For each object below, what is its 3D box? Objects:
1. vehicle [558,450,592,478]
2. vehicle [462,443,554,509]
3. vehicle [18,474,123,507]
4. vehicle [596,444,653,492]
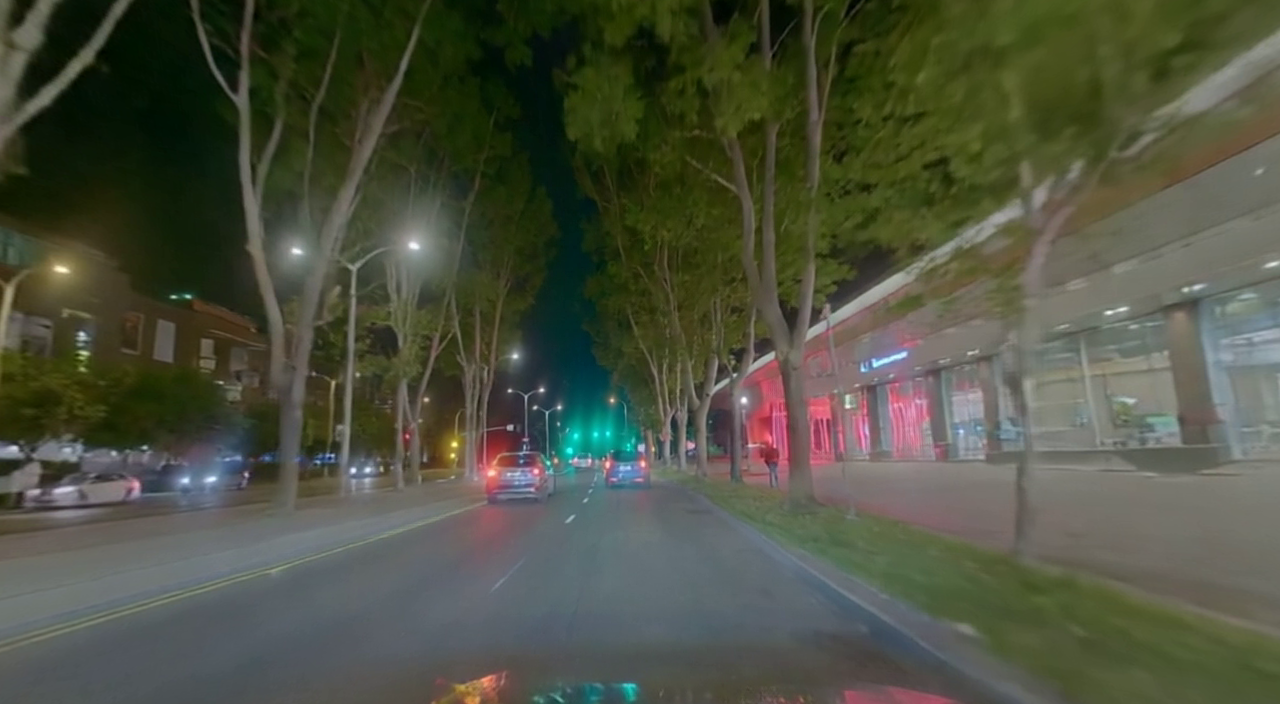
[{"bbox_3d":[-4.600,7.938,44.964,2.220,1.847,4.587,1,-9,-4],"label":"vehicle"},{"bbox_3d":[-3.773,3.607,18.746,1.940,1.722,3.823,1,-9,-1],"label":"vehicle"},{"bbox_3d":[-32.074,7.768,35.673,1.913,1.579,4.379,1,-9,-2],"label":"vehicle"},{"bbox_3d":[-0.648,4.657,25.605,2.120,1.758,3.917,1,-9,-2],"label":"vehicle"}]
